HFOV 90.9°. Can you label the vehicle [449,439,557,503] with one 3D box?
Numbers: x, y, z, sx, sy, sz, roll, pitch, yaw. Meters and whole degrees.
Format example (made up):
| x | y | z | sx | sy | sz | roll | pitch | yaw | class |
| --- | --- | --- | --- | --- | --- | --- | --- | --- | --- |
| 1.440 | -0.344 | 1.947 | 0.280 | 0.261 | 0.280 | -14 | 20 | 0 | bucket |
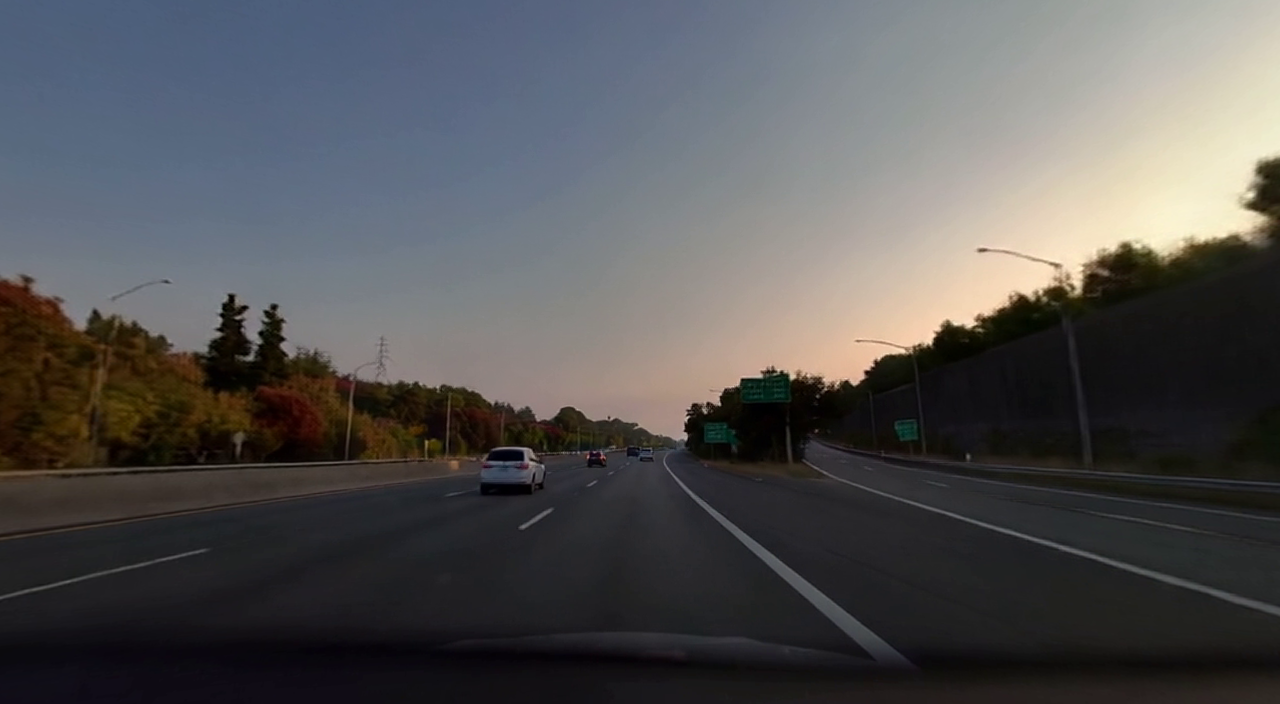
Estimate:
| x | y | z | sx | sy | sz | roll | pitch | yaw | class |
| --- | --- | --- | --- | --- | --- | --- | --- | --- | --- |
| -3.952 | 3.533 | 19.052 | 2.263 | 1.696 | 4.321 | 0 | -9 | 0 | vehicle |
